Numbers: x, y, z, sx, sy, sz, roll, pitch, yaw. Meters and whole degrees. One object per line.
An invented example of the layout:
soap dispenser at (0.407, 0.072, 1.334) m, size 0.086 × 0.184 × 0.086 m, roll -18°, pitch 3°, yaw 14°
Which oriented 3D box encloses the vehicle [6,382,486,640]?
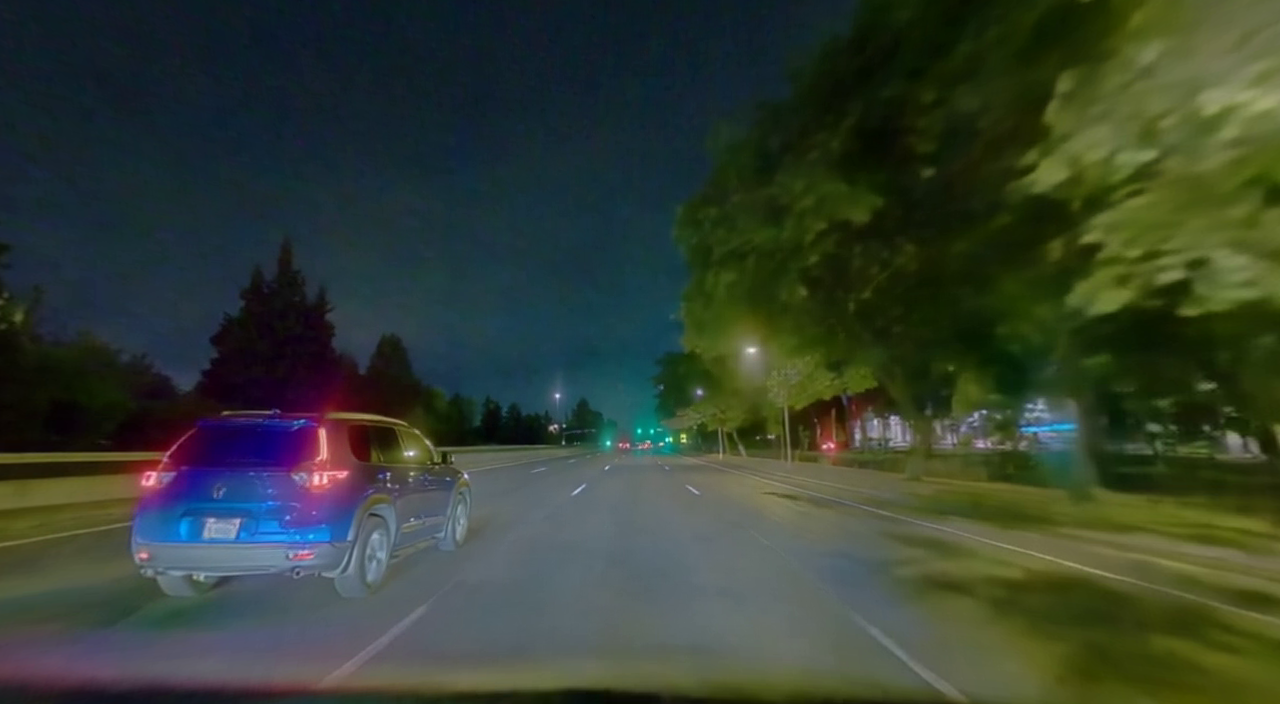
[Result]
vehicle at (-3.188, 1.388, 6.525) m, size 2.033 × 1.713 × 4.503 m, roll 0°, pitch -8°, yaw 0°
